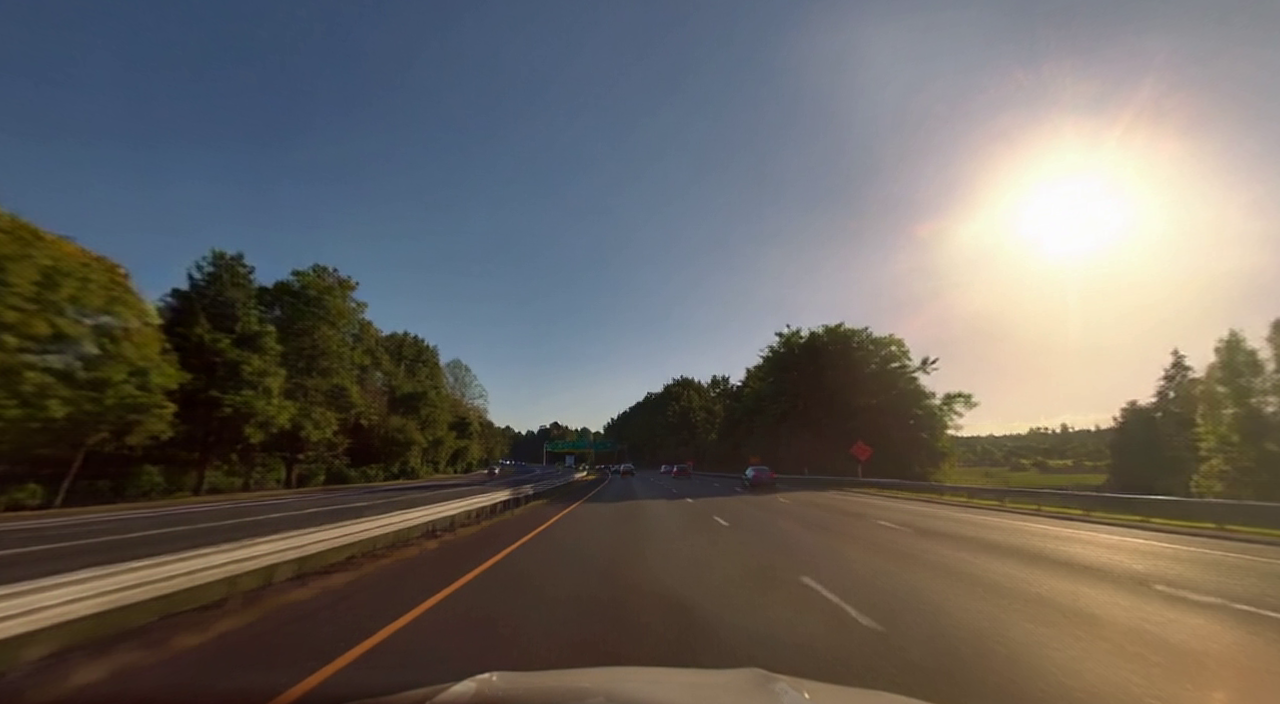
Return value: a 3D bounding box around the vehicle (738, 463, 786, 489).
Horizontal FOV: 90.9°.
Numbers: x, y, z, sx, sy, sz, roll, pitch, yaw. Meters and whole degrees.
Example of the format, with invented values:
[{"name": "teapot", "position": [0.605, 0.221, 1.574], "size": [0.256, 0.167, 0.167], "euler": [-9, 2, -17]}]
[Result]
[{"name": "vehicle", "position": [7.481, 7.686, 39.059], "size": [2.024, 1.476, 4.352], "euler": [1, -10, -2]}]
